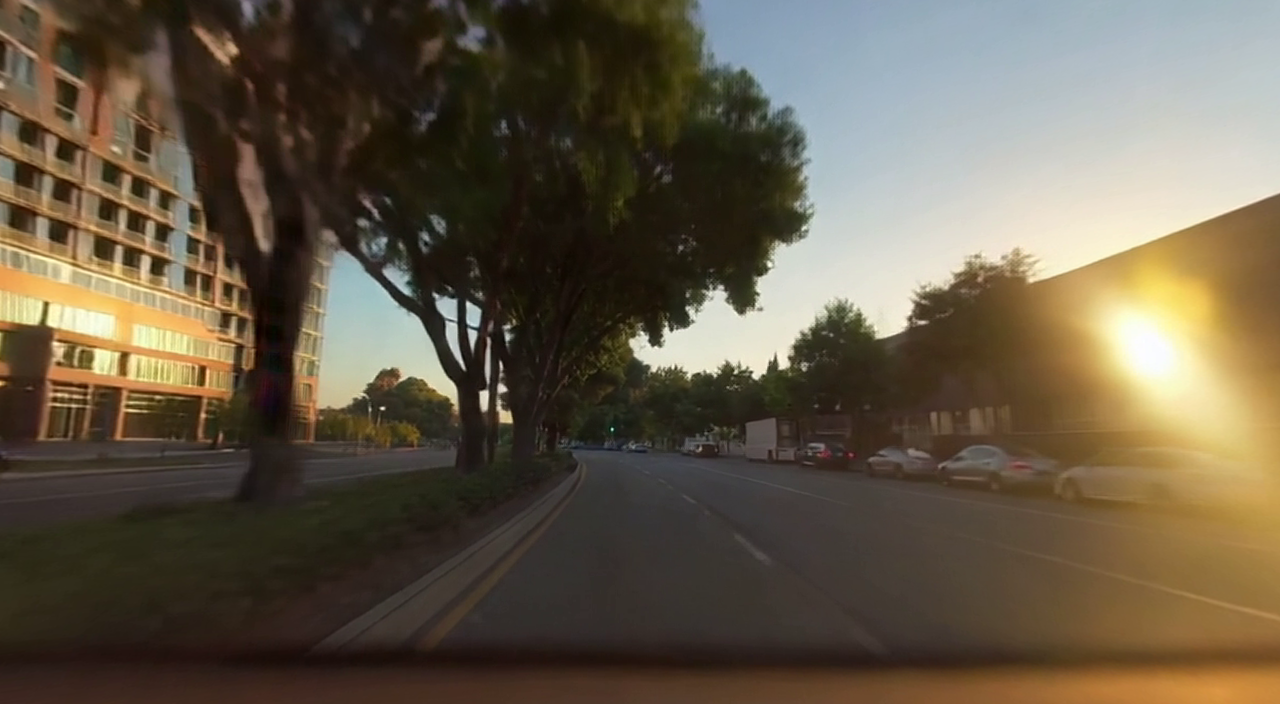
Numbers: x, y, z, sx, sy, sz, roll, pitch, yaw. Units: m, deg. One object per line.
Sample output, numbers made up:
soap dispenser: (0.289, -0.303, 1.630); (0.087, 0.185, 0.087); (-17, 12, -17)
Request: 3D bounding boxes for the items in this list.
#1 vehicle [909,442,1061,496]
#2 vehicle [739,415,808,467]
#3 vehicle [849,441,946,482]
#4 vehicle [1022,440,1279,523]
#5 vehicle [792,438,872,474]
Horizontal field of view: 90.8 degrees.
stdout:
vehicle: (10.564, 3.597, 19.887); (1.895, 1.467, 4.885); (0, -9, -2)
vehicle: (8.959, 6.084, 43.202); (2.853, 3.253, 6.441); (0, -9, -4)
vehicle: (10.361, 4.426, 25.820); (1.801, 1.489, 4.339); (1, -9, -6)
vehicle: (10.905, 2.707, 13.863); (1.838, 1.466, 4.704); (1, -9, -4)
vehicle: (9.848, 5.398, 33.015); (2.050, 1.699, 5.584); (1, -9, -4)
